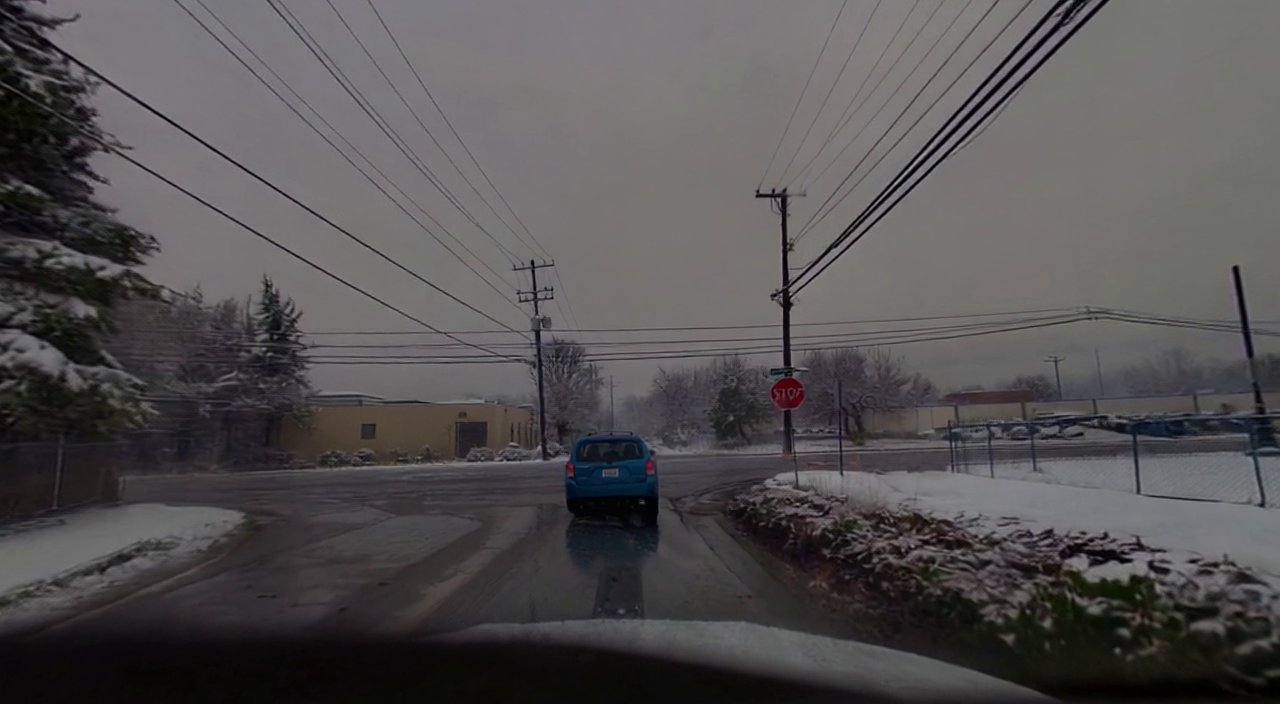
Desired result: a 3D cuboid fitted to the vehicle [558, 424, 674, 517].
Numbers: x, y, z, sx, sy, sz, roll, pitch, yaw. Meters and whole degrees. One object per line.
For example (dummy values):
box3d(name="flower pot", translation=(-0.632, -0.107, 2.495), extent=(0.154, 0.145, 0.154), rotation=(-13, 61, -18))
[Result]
box3d(name="vehicle", translation=(-0.574, 2.504, 13.826), extent=(2.137, 1.698, 4.166), rotation=(0, -8, -4))
